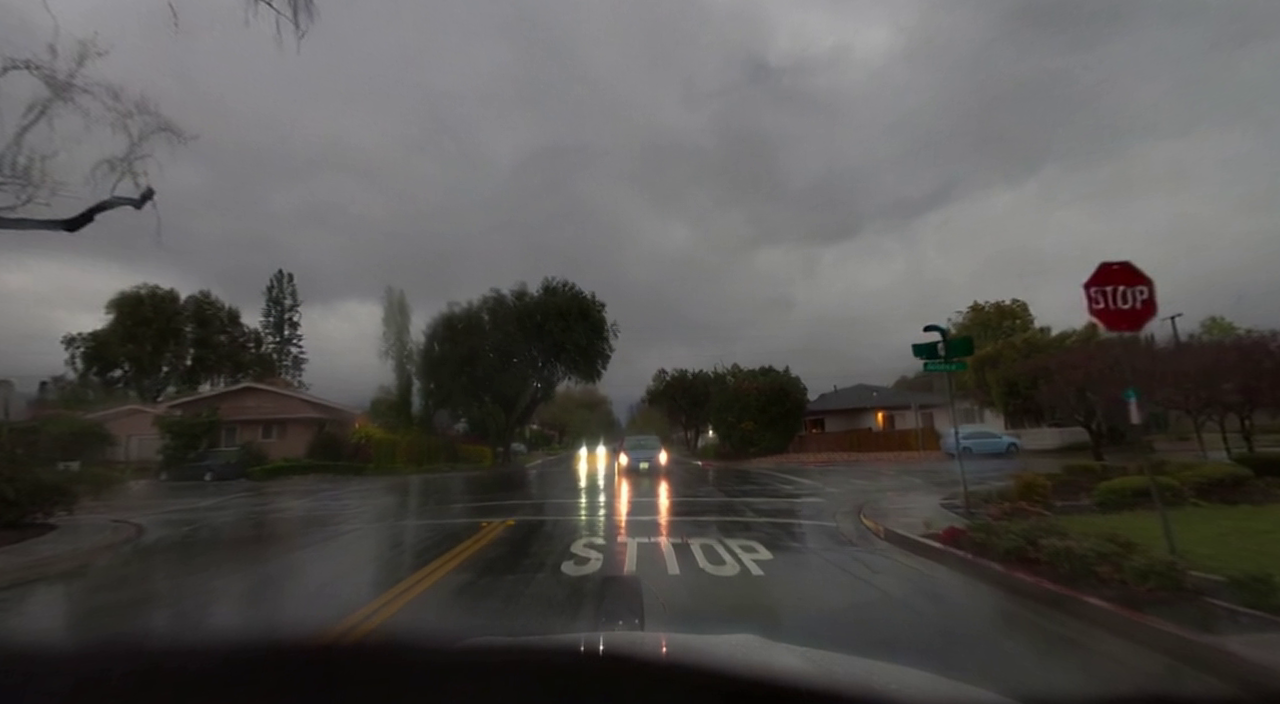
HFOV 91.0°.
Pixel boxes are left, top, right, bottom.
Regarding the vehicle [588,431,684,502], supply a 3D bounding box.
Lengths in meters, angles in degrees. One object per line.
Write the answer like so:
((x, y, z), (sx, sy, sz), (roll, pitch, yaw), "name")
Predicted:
((-0.175, 2.751, 15.592), (2.043, 1.484, 4.340), (0, -8, -2), "vehicle")

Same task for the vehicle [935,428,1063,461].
((16.643, 4.303, 29.316), (4.748, 1.488, 2.029), (0, -8, -4), "vehicle")
